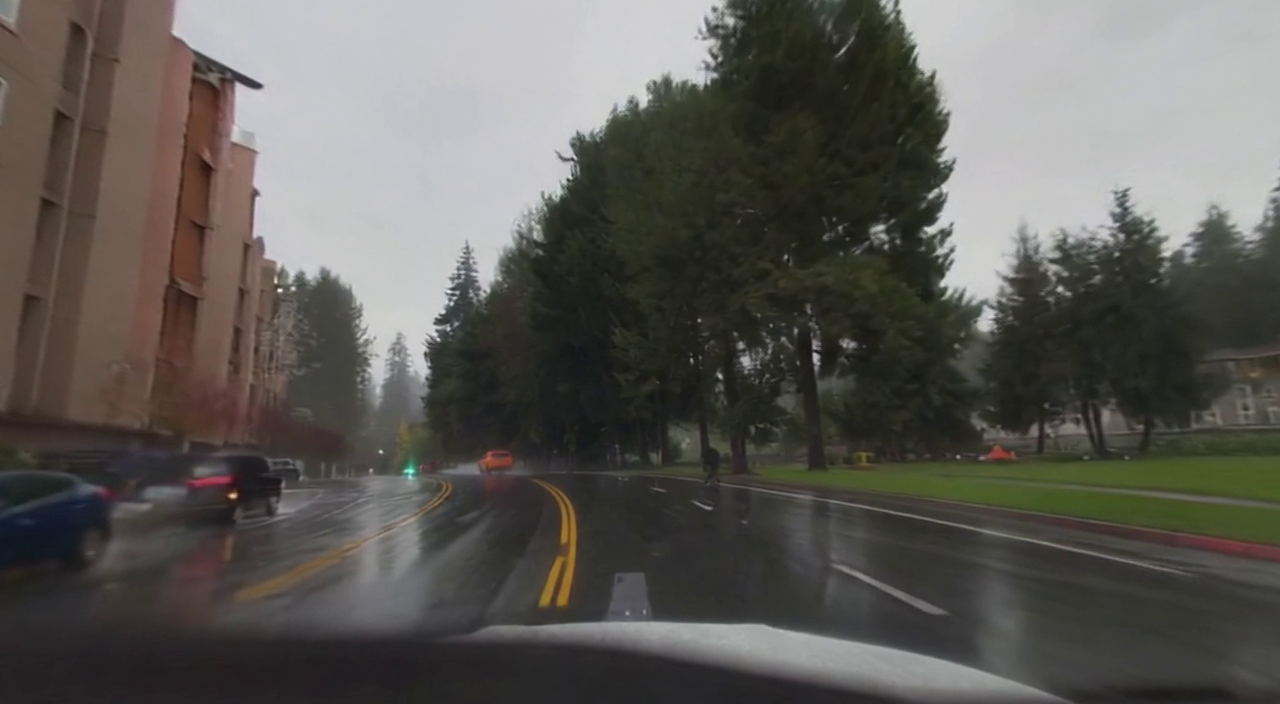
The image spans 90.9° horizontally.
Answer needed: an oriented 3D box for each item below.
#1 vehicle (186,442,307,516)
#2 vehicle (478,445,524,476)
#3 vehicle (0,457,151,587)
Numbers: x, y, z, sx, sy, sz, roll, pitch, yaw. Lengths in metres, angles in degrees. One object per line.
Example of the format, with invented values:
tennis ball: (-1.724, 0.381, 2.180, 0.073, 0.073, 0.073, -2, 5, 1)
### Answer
vehicle: (-11.791, 3.756, 19.266, 2.055, 1.921, 4.533, 3, -9, -19)
vehicle: (-8.999, 6.933, 40.578, 2.000, 1.809, 4.405, 4, -9, -24)
vehicle: (-9.355, 2.381, 8.973, 1.908, 1.602, 4.279, -1, -8, -10)
